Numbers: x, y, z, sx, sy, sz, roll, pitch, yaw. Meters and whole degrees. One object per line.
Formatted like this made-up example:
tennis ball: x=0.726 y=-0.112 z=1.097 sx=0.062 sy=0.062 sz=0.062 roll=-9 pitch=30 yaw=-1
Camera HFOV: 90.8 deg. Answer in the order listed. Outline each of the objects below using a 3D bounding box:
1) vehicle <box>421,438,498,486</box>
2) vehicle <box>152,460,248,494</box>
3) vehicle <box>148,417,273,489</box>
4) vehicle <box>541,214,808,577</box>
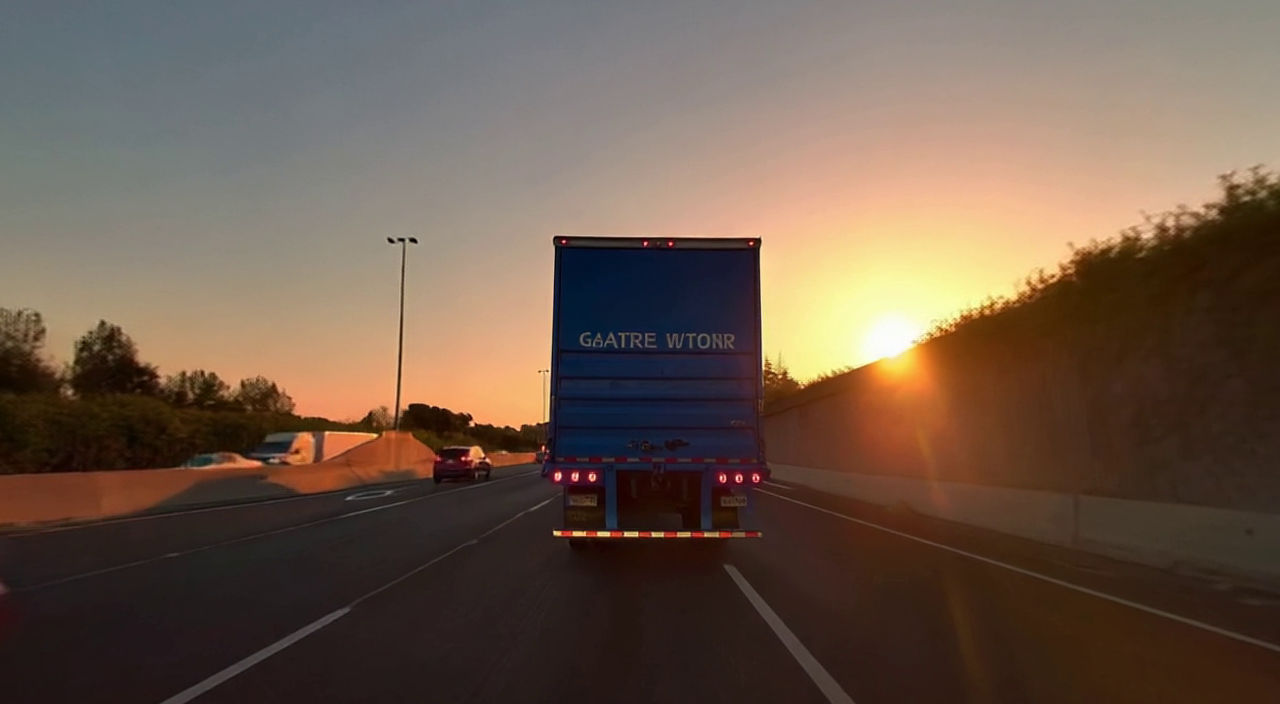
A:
vehicle: x=-8.560 y=5.277 z=30.537 sx=2.174 sy=2.059 sz=5.314 roll=0 pitch=-9 yaw=0
vehicle: x=-20.544 y=5.843 z=29.658 sx=1.851 sy=1.430 sz=3.604 roll=0 pitch=-9 yaw=0
vehicle: x=-25.303 y=6.025 z=37.617 sx=2.982 sy=3.901 sz=5.976 roll=0 pitch=-9 yaw=0
vehicle: x=0.482 y=1.233 z=12.276 sx=2.853 sy=4.054 sz=10.557 roll=0 pitch=-9 yaw=1
